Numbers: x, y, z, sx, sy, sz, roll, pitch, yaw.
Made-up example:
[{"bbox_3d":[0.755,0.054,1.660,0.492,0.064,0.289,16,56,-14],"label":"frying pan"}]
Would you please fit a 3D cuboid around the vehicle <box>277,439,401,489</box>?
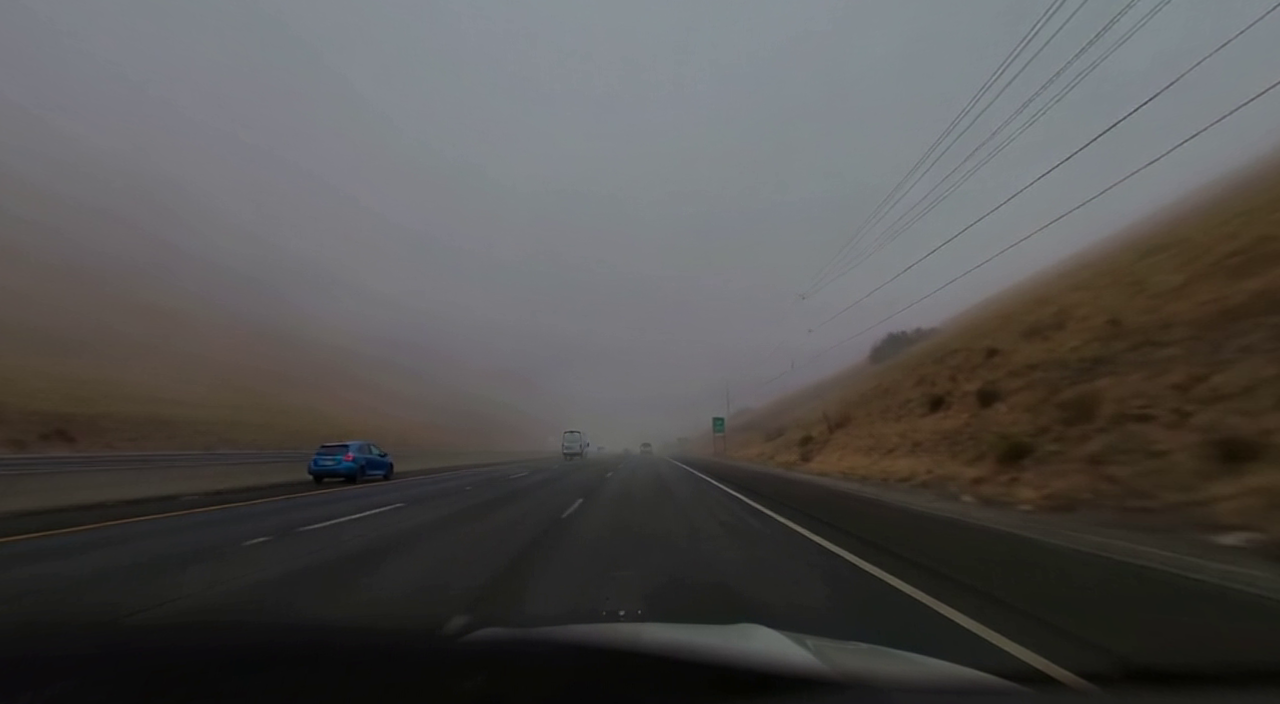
[{"bbox_3d":[-10.409,3.895,22.262,1.971,1.558,4.847,0,-9,0],"label":"vehicle"}]
